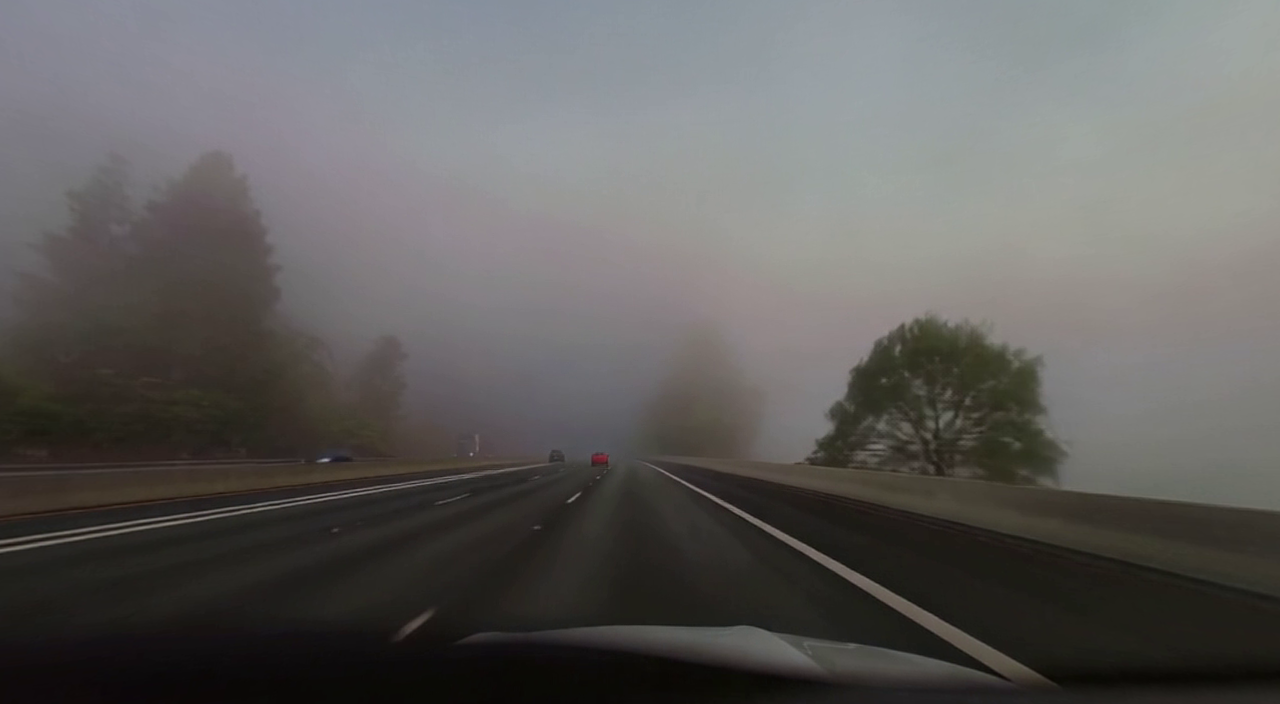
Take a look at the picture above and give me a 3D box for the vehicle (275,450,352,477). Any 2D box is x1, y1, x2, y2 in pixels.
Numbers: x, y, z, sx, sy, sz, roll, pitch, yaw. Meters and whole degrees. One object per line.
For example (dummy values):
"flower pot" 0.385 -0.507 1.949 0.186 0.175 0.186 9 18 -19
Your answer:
"vehicle" -22.377 7.626 43.572 2.447 1.711 5.585 0 -9 -1
